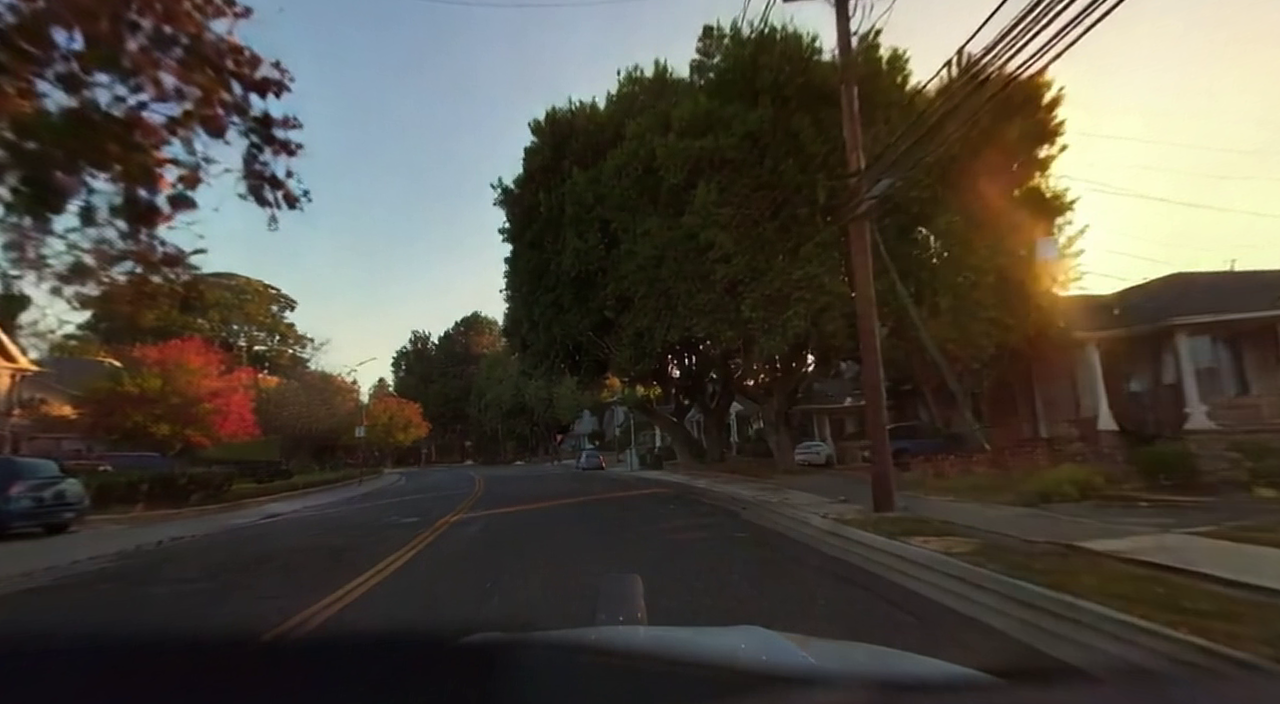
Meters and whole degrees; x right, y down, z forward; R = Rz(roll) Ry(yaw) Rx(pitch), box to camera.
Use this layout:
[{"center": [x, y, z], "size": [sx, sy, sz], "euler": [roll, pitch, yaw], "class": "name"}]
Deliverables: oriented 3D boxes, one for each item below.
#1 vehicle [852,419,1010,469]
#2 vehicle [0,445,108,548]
[{"center": [10.084, 3.242, 22.235], "size": [4.566, 1.623, 1.906], "euler": [-1, -8, 5], "class": "vehicle"}, {"center": [-13.152, 2.668, 11.984], "size": [4.321, 1.772, 2.161], "euler": [-1, -8, 7], "class": "vehicle"}]
